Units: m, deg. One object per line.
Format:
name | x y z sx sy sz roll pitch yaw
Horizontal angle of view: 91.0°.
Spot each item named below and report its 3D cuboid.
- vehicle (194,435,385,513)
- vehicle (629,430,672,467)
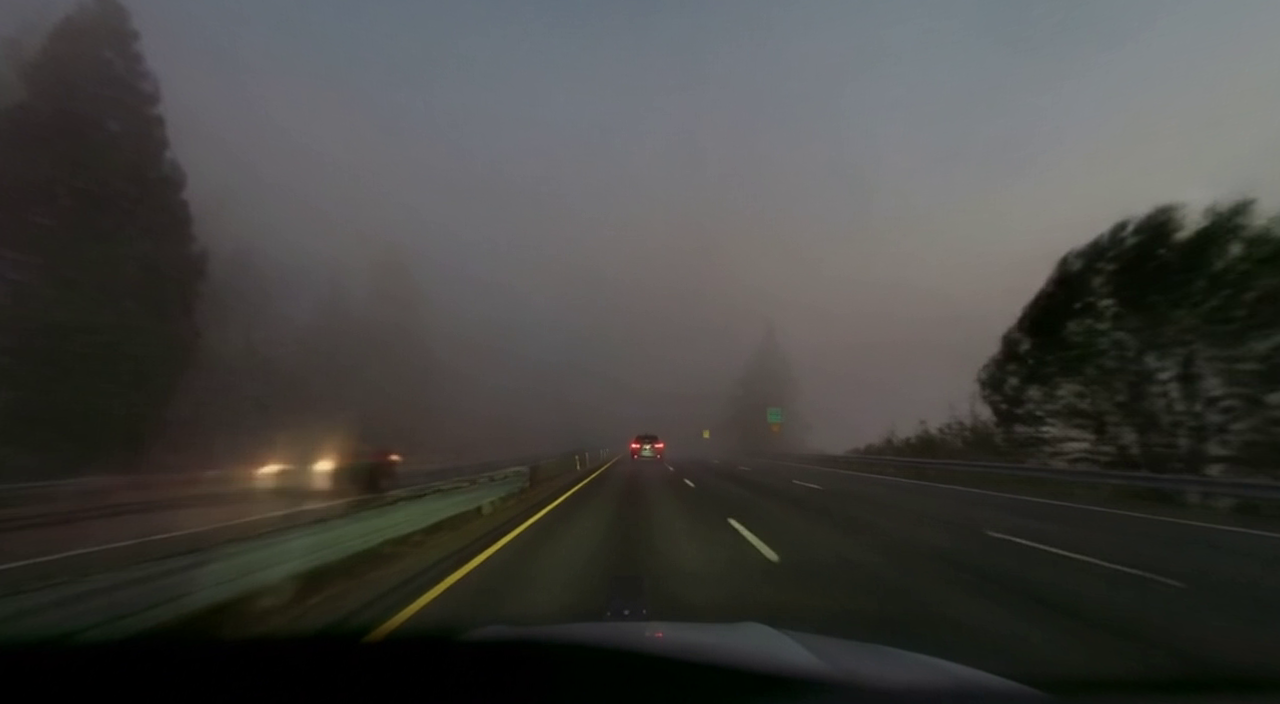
vehicle | -7.815 2.721 14.631 1.899 1.513 4.382 0 -8 0
vehicle | 0.605 5.478 35.968 2.301 1.944 4.554 0 -8 1
